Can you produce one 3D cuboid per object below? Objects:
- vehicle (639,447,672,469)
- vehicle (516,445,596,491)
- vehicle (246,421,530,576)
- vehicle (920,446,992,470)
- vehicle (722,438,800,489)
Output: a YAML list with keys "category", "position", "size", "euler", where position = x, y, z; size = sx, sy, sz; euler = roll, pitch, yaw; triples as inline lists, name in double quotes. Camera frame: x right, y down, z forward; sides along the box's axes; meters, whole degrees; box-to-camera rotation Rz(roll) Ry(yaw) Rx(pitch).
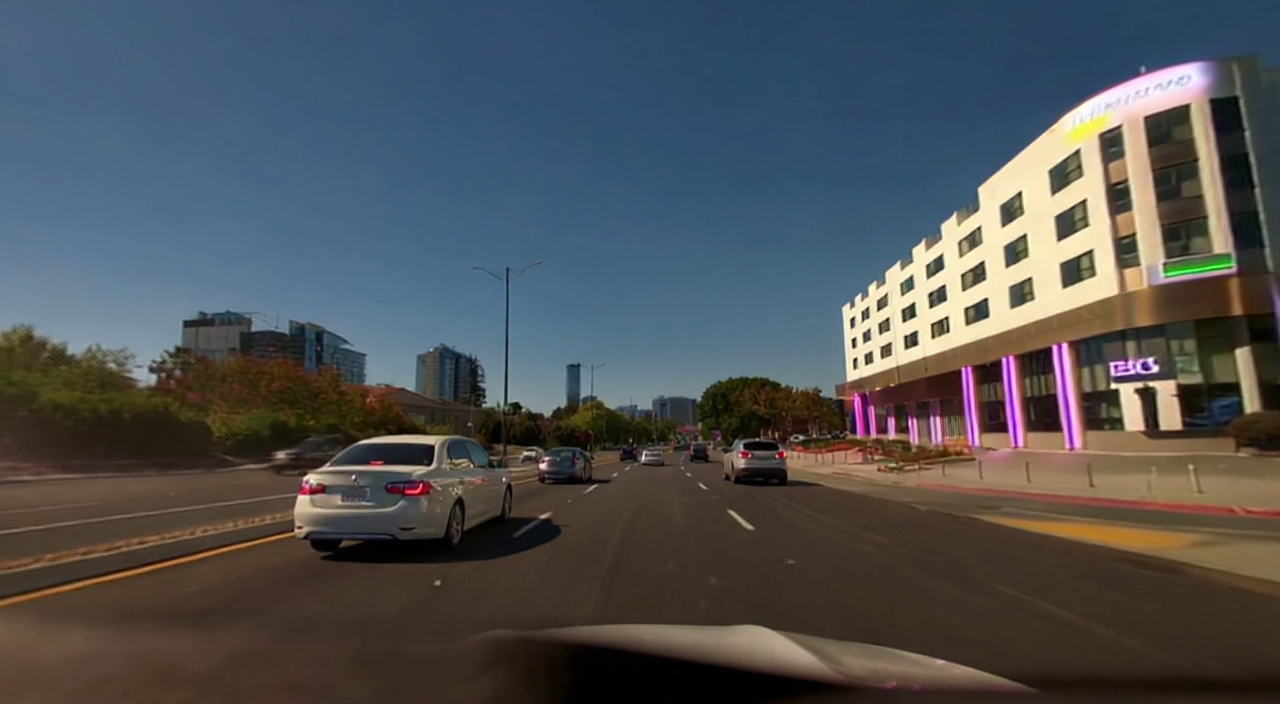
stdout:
- category: "vehicle"
  position: [1.116, 7.285, 43.493]
  size: [2.164, 1.477, 3.988]
  euler: [0, -9, 2]
- category: "vehicle"
  position: [-2.849, 4.029, 22.289]
  size: [1.980, 1.454, 4.226]
  euler: [-1, -9, 4]
- category: "vehicle"
  position: [-2.972, 1.844, 8.739]
  size: [2.118, 1.568, 4.436]
  euler: [0, -9, 0]
- category: "vehicle"
  position: [18.589, 6.232, 37.121]
  size: [3.368, 1.389, 1.595]
  euler: [1, -9, -9]
- category: "vehicle"
  position: [4.346, 4.073, 23.294]
  size: [2.103, 1.699, 4.171]
  euler: [0, -9, 1]
